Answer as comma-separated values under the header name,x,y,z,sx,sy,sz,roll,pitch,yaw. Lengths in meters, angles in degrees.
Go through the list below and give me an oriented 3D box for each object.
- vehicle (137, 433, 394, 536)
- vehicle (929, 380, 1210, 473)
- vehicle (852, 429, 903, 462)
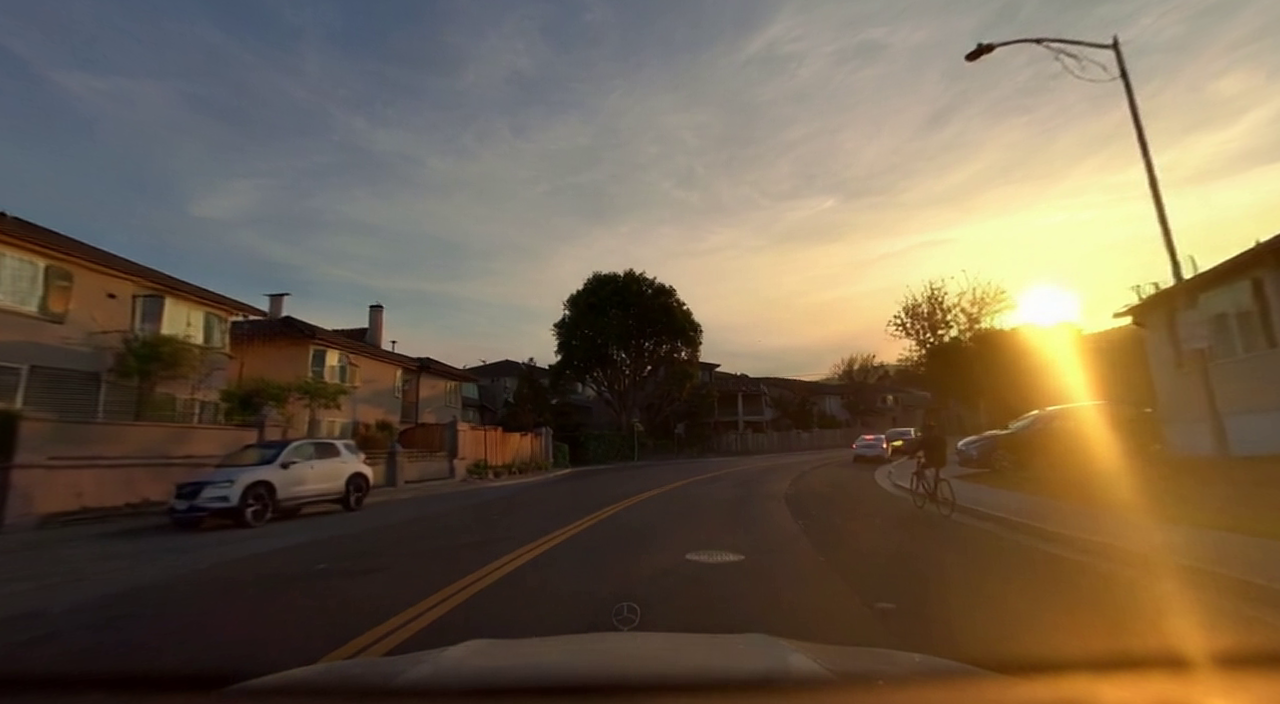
name,x,y,z,sx,sy,sz,roll,pitch,yaw
vehicle,-7.131,2.521,12.730,1.937,1.670,4.391,-2,-9,11
vehicle,12.105,2.244,18.435,6.099,1.973,2.450,-7,-9,12
vehicle,13.430,5.261,35.616,2.105,1.705,4.392,-4,-10,27
